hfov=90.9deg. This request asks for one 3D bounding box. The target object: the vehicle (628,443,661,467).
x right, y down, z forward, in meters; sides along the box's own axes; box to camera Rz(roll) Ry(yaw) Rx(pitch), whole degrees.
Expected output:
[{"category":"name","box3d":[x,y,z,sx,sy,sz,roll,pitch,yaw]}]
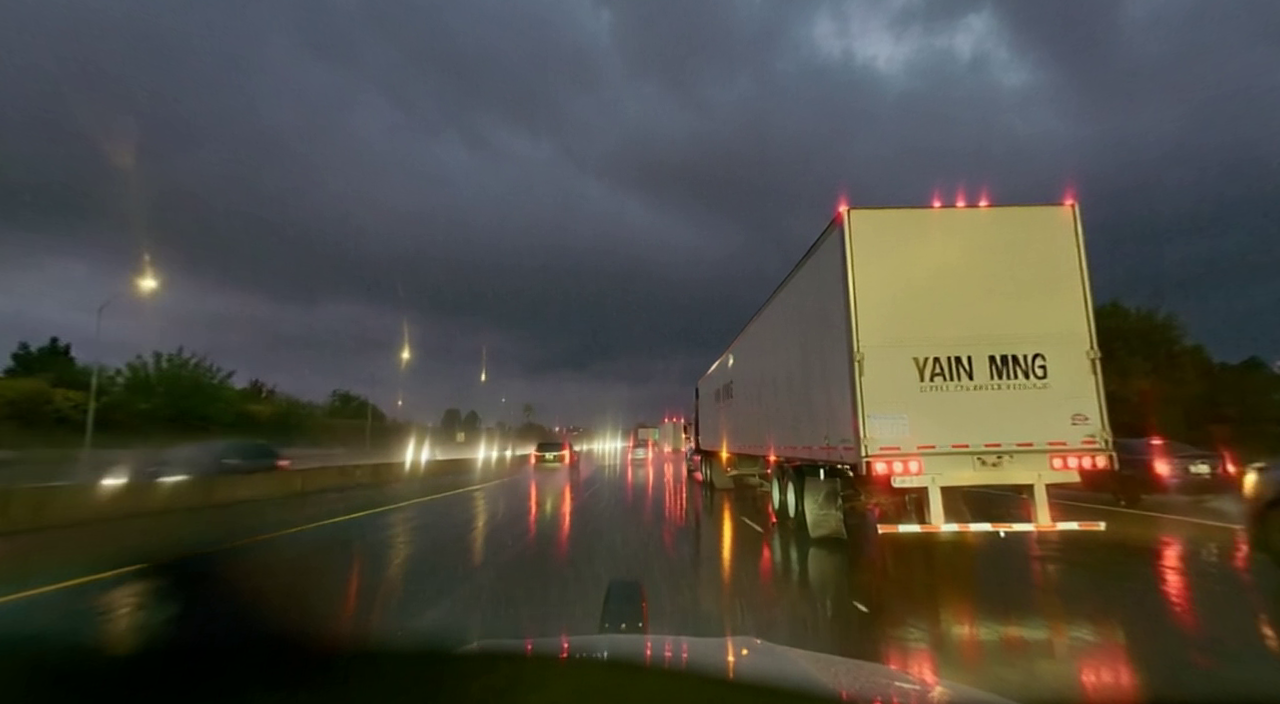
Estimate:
[{"category":"vehicle","box3d":[0.260,6.756,41.411,2.063,1.469,4.208,0,-9,-1]}]

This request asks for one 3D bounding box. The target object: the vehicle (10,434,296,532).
[{"category":"vehicle","box3d":[-9.043,2.435,12.375,2.080,1.546,4.386,0,-9,0]}]

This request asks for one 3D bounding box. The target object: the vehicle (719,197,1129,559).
[{"category":"vehicle","box3d":[3.859,1.141,13.286,2.821,4.077,12.562,0,-9,0]}]

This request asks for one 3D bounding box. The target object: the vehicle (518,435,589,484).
[{"category":"vehicle","box3d":[-3.236,4.133,24.532,2.058,1.711,4.226,0,-9,1]}]
